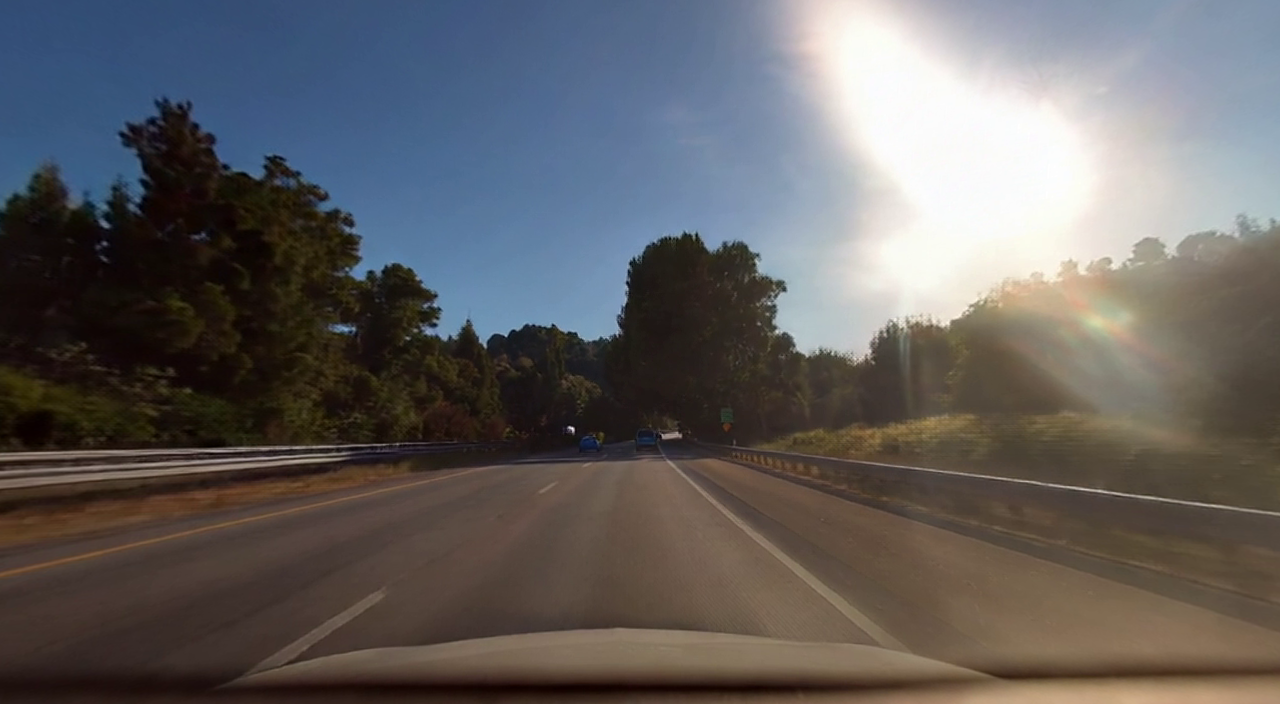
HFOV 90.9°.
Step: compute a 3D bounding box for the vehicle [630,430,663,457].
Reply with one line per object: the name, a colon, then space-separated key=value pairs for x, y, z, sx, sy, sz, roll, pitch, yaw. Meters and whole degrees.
vehicle: x=0.390 y=5.953 z=41.044 sx=2.041 sy=1.618 sz=3.898 roll=0 pitch=-8 yaw=-1
